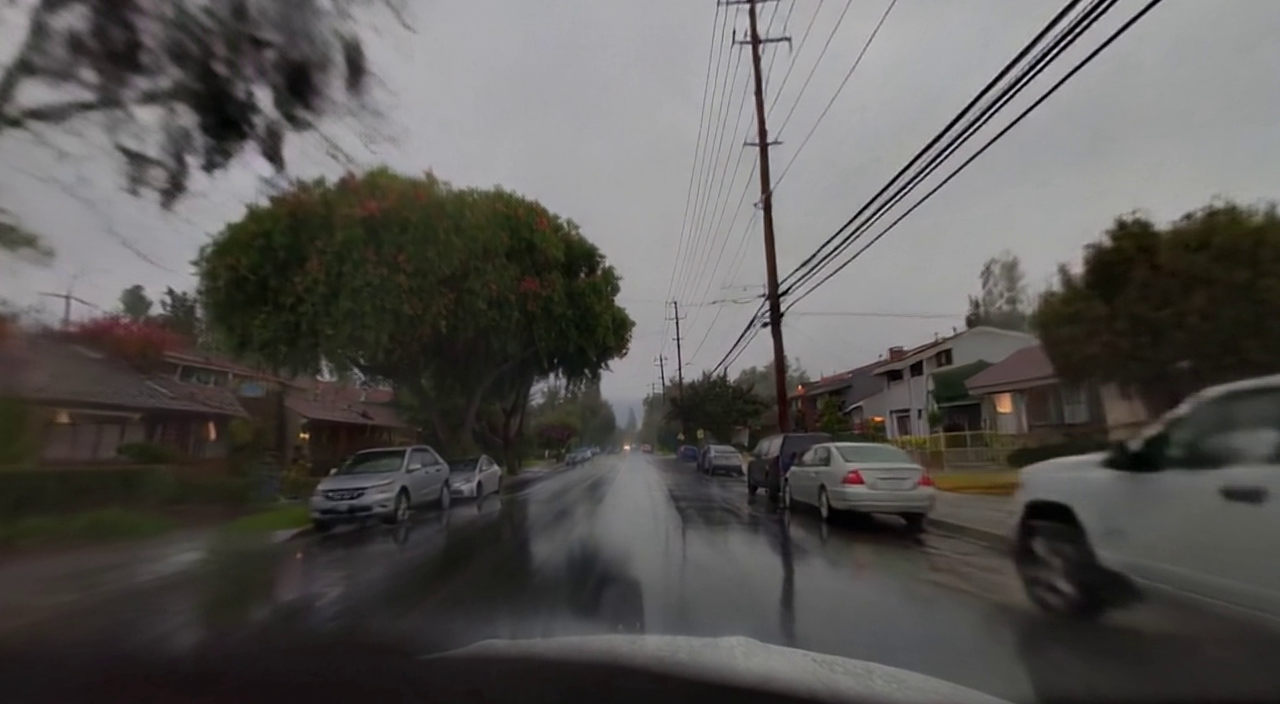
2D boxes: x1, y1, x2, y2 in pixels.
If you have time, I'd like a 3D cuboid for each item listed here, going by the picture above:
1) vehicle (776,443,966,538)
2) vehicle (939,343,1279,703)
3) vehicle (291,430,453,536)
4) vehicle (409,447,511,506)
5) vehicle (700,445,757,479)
[{"bbox_3d":[3.966,2.430,11.811,1.804,1.422,4.497,0,-9,-1],"label":"vehicle"},{"bbox_3d":[4.129,0.939,3.270,2.279,1.848,5.577,0,-9,-2],"label":"vehicle"},{"bbox_3d":[-5.716,2.764,14.176,2.046,1.825,4.627,-2,-7,-6],"label":"vehicle"},{"bbox_3d":[-5.698,3.952,20.637,1.991,1.464,4.763,-3,-7,0],"label":"vehicle"},{"bbox_3d":[4.136,5.201,30.154,1.930,1.470,4.738,0,-9,-1],"label":"vehicle"}]
